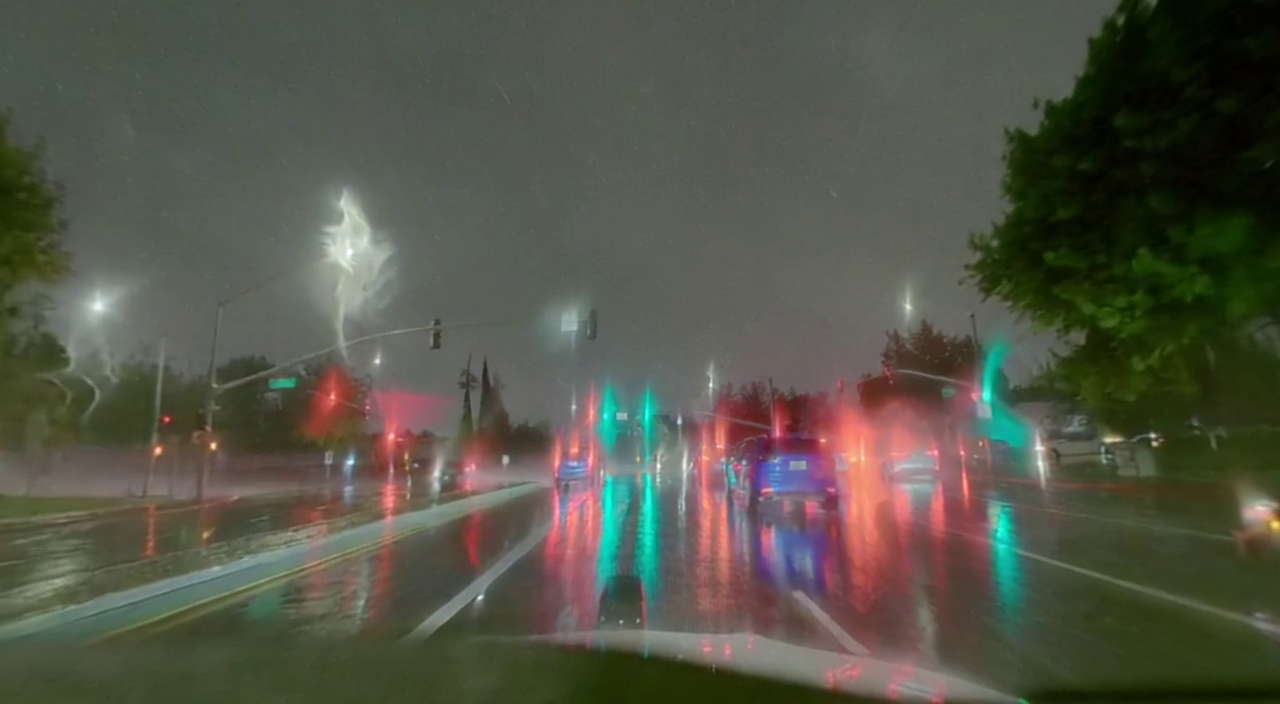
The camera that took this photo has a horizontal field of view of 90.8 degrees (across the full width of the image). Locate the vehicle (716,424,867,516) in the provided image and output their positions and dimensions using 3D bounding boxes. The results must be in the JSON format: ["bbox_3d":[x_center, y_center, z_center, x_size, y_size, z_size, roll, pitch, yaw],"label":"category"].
[{"bbox_3d":[3.204,2.645,14.586,2.247,1.738,4.818,0,-9,0],"label":"vehicle"}]

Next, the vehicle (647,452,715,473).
[{"bbox_3d":[3.012,8.202,46.973,4.912,1.479,1.882,-1,-9,0],"label":"vehicle"}]

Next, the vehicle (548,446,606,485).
[{"bbox_3d":[-2.632,4.843,27.206,1.969,1.513,3.773,-1,-9,2],"label":"vehicle"}]

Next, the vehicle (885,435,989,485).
[{"bbox_3d":[11.459,4.198,24.747,1.971,1.746,4.271,0,-9,1],"label":"vehicle"}]
